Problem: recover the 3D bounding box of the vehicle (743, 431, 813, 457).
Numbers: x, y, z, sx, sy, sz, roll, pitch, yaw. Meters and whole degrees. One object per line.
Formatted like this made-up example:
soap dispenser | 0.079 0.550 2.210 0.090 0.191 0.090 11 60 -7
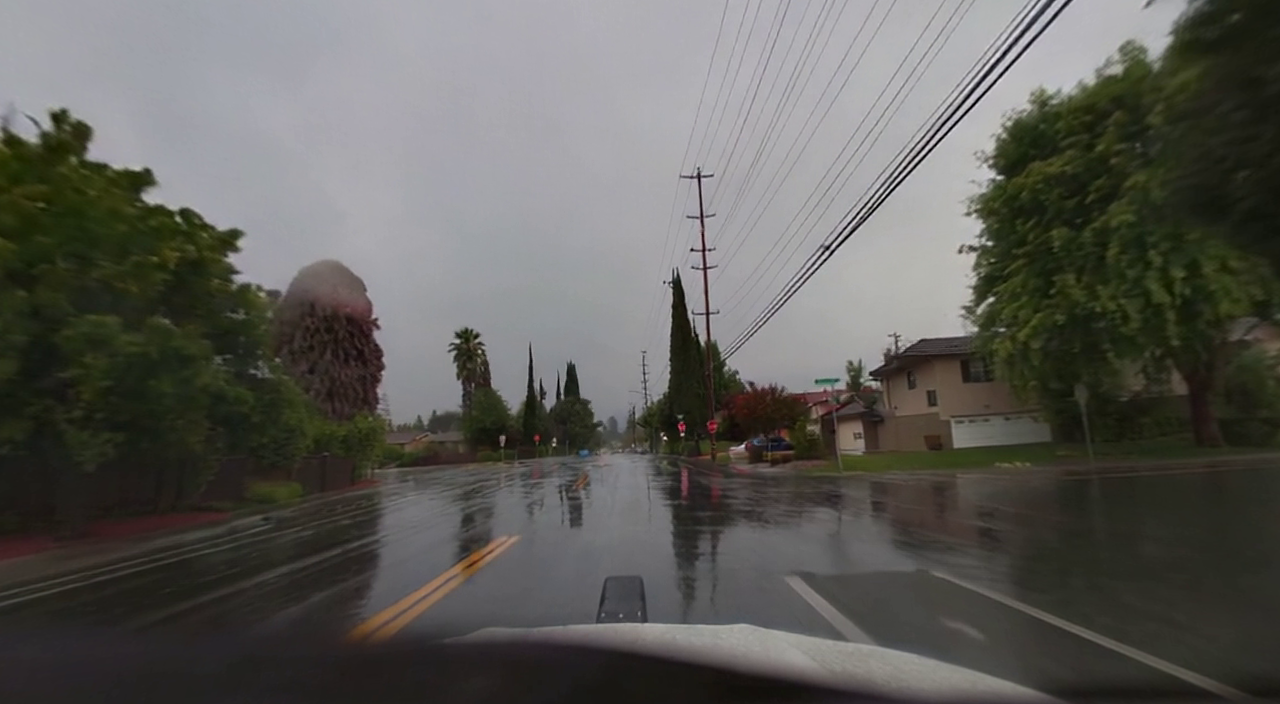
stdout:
vehicle | 9.904 6.665 45.596 4.544 1.807 2.204 0 -9 2
